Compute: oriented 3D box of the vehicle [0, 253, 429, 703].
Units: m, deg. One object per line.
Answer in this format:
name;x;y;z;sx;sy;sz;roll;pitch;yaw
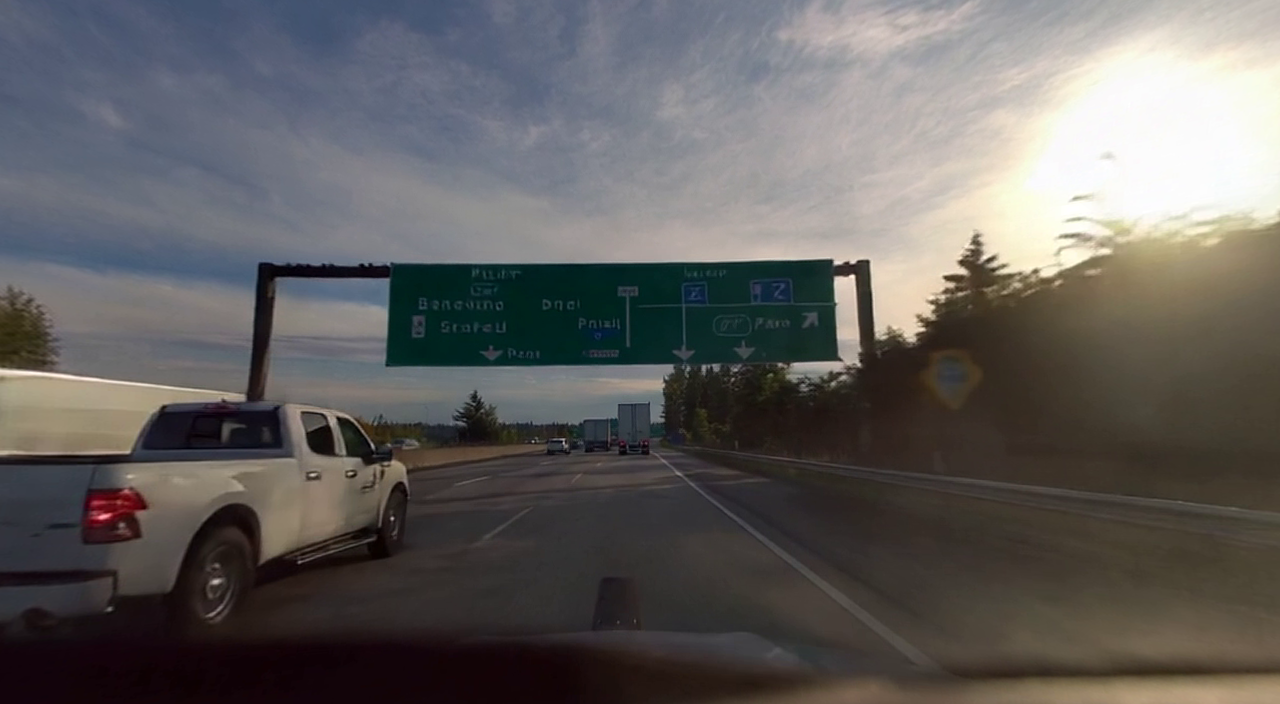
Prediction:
vehicle;-3.520;0.946;4.761;2.223;2.045;4.798;0;-8;-1
